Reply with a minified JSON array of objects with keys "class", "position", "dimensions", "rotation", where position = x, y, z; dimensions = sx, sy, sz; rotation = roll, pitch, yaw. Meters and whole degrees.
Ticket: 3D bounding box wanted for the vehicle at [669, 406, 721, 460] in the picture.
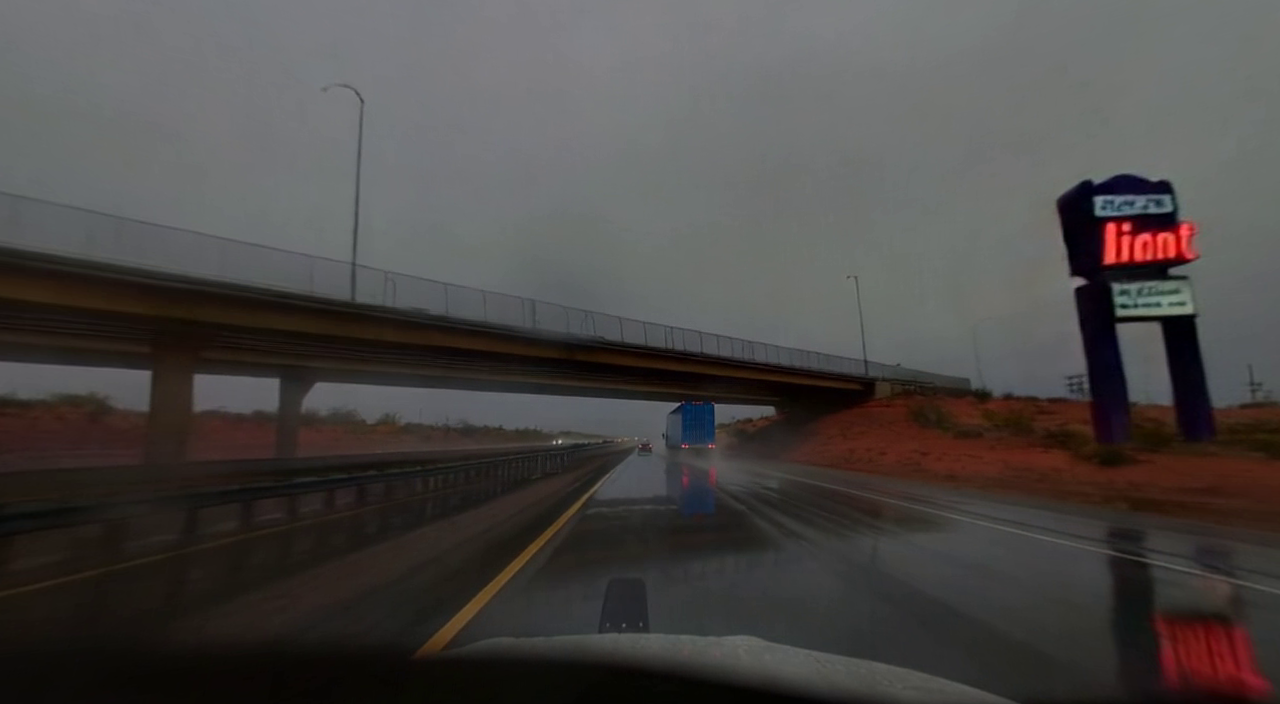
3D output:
[{"class":"vehicle","position":[4.123,6.471,49.781],"dimensions":[3.024,3.834,10.128],"rotation":[0,-8,-1]}]
